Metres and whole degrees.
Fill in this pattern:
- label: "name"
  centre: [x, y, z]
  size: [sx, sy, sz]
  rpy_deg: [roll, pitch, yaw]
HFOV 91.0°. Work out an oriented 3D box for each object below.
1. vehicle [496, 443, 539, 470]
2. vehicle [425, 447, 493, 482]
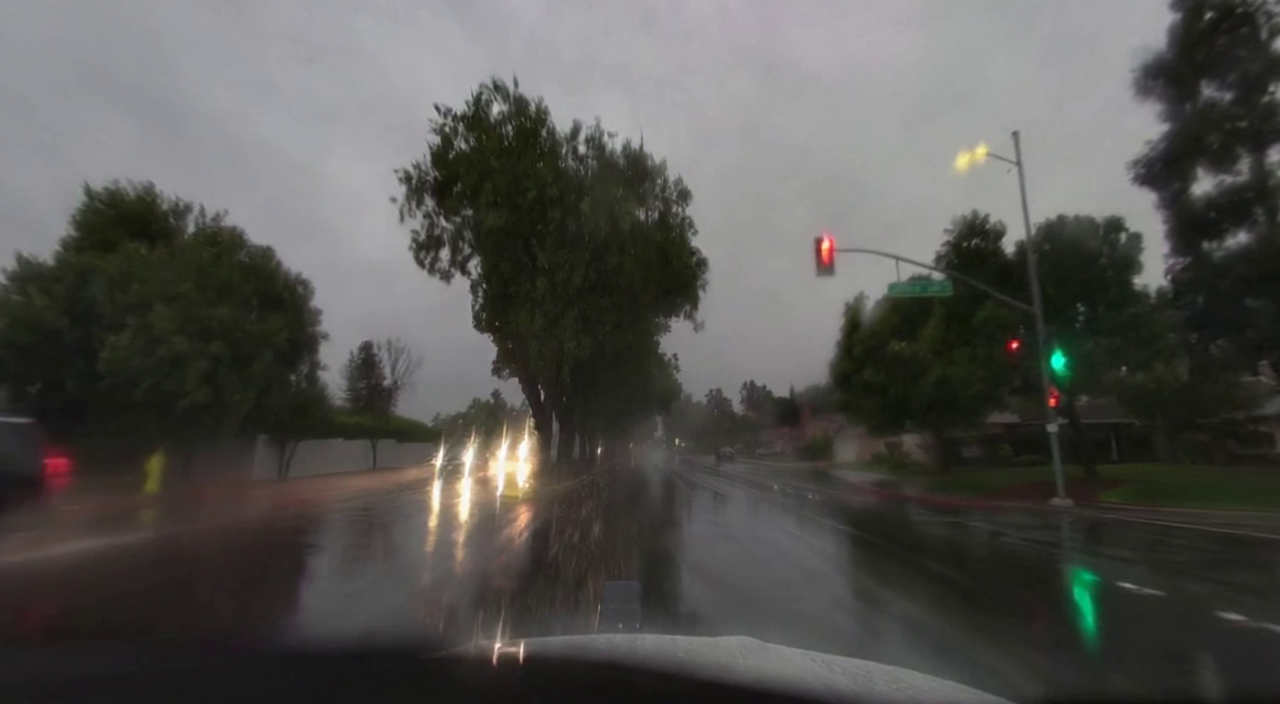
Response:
- label: "vehicle"
  centre: [-8.502, 7.297, 44.064]
  size: [2.118, 1.733, 4.372]
  rpy_deg: [0, -9, -1]
- label: "vehicle"
  centre: [-8.377, 5.204, 29.481]
  size: [1.891, 1.522, 4.184]
  rpy_deg: [0, -9, 1]
